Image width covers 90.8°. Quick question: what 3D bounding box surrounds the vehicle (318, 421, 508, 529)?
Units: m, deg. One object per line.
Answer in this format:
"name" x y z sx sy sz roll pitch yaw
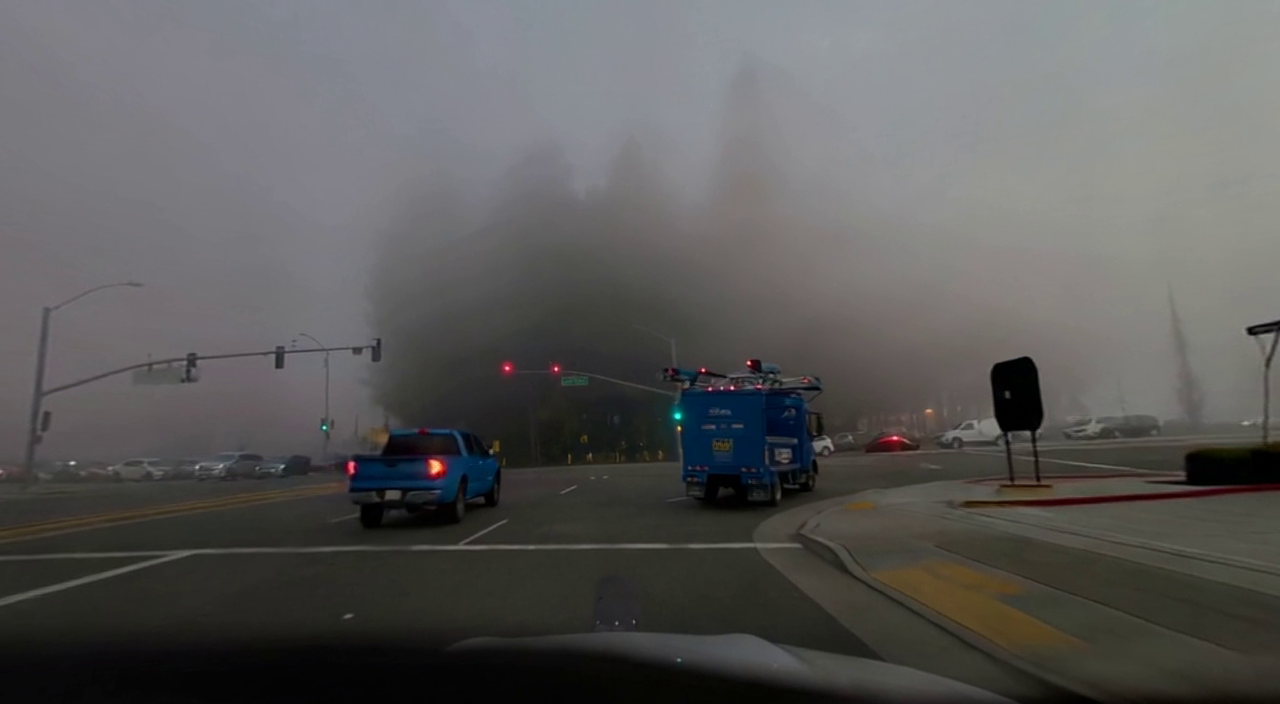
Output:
"vehicle" -4.205 2.354 12.687 2.102 1.744 4.630 0 -8 0

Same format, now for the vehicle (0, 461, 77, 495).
"vehicle" -39.585 8.204 41.085 4.136 1.863 1.785 -3 -8 -1

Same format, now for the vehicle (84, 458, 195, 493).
"vehicle" -27.680 6.825 35.036 4.583 1.556 1.893 -3 -6 -1

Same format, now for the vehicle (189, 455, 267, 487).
"vehicle" -25.996 7.493 39.924 3.721 1.450 1.824 -7 -7 1

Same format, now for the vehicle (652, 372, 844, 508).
"vehicle" 3.096 2.348 16.881 2.463 2.954 5.938 -6 -10 37
